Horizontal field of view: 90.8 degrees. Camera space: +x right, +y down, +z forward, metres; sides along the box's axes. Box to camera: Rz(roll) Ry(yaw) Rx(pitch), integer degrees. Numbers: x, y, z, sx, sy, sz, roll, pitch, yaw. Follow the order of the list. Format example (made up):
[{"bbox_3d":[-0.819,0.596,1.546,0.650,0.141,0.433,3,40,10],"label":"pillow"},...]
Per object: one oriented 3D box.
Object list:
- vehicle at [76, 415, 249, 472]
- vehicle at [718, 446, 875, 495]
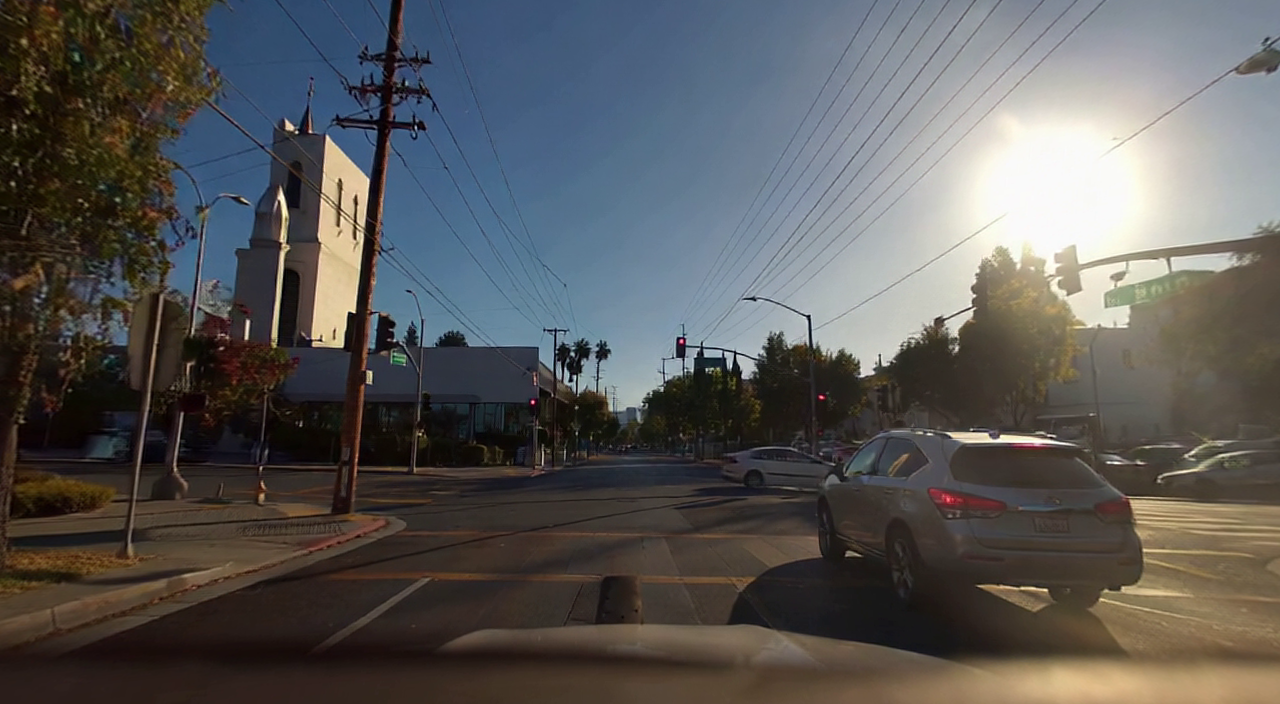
[{"bbox_3d":[-16.723,3.230,22.338,4.372,1.892,2.002,0,-9,-1],"label":"vehicle"},{"bbox_3d":[5.045,3.896,20.992,4.718,1.497,2.032,0,-9,3],"label":"vehicle"}]
